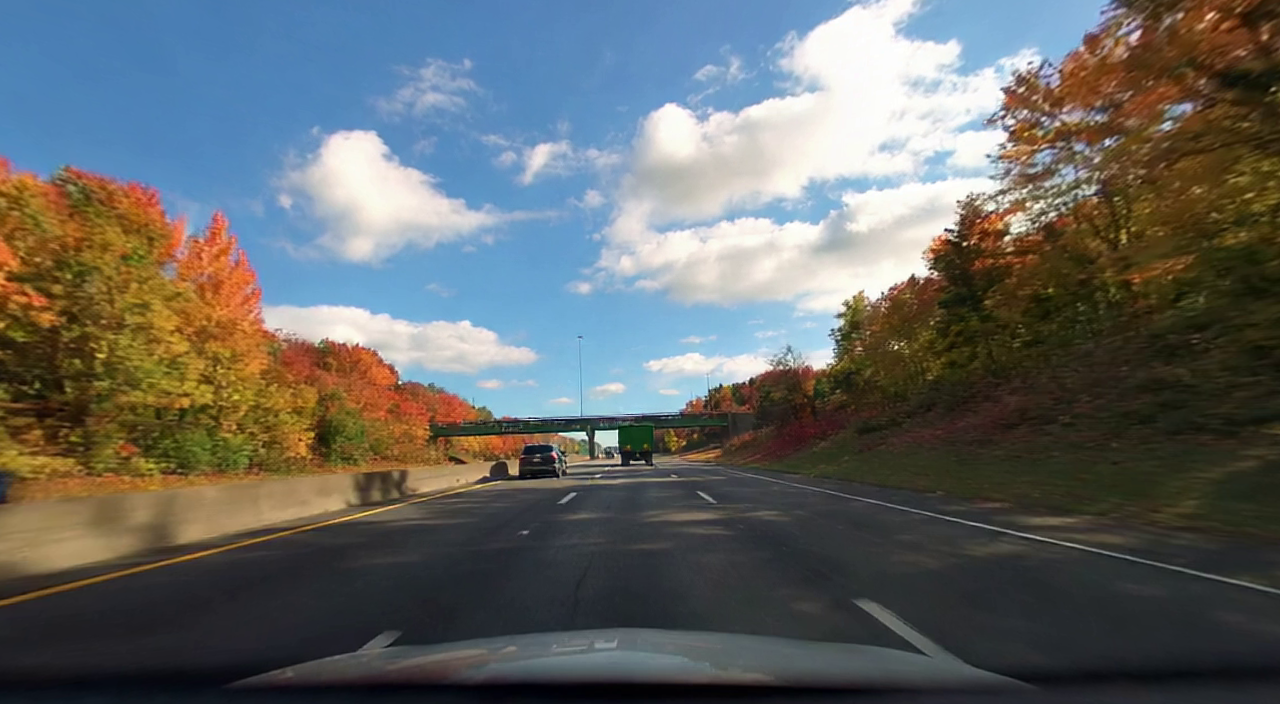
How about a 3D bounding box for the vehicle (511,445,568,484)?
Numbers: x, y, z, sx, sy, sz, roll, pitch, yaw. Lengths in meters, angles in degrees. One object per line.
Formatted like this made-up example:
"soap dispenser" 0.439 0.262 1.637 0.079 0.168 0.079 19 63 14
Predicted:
"vehicle" -4.305 4.874 27.384 1.892 1.529 3.996 0 -9 -1
